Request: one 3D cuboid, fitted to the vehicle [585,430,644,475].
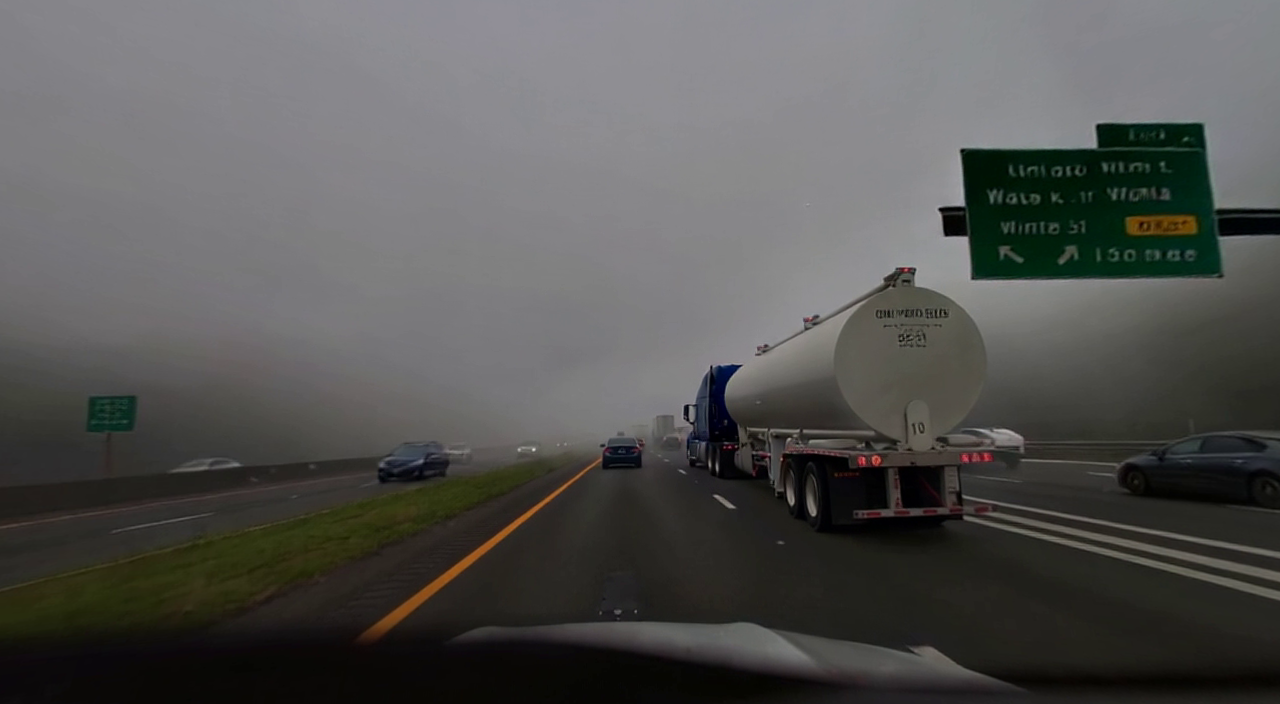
[{"bbox_3d":[-0.880,3.677,23.309,2.000,1.510,3.518,0,-8,0],"label":"vehicle"}]

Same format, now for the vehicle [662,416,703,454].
[{"bbox_3d":[3.166,6.319,47.945,2.475,2.782,4.986,0,-8,-3],"label":"vehicle"}]

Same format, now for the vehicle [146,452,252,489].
[{"bbox_3d":[-20.036,5.370,28.907,1.880,1.476,4.282,0,-8,-2],"label":"vehicle"}]

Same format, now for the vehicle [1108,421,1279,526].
[{"bbox_3d":[9.841,1.857,9.982,1.739,1.471,3.889,0,-8,-2],"label":"vehicle"}]

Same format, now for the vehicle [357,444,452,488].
[{"bbox_3d":[-8.898,4.303,24.304,1.894,1.483,4.624,0,-8,0],"label":"vehicle"}]

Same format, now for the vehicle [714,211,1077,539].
[{"bbox_3d":[3.512,0.829,12.091,2.826,3.905,9.262,0,-8,-1],"label":"vehicle"}]

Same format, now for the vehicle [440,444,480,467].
[{"bbox_3d":[-13.164,7.566,46.343,1.905,1.541,4.030,0,-8,-3],"label":"vehicle"}]
